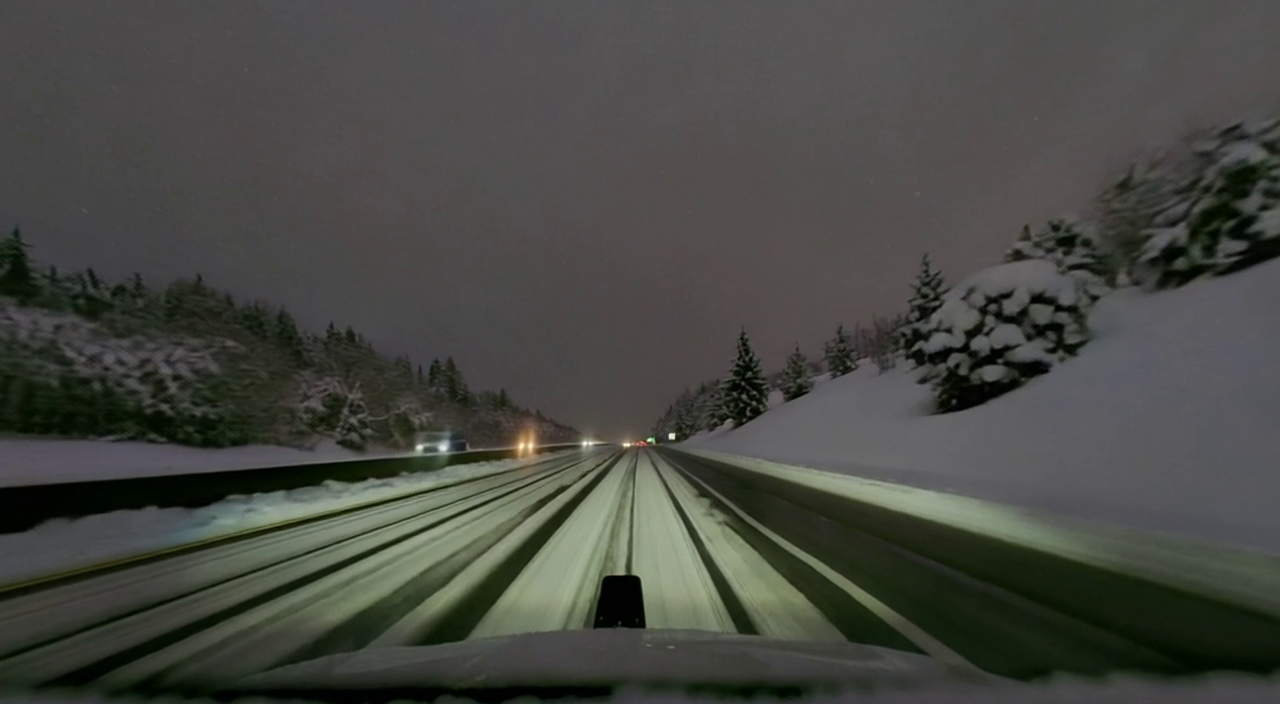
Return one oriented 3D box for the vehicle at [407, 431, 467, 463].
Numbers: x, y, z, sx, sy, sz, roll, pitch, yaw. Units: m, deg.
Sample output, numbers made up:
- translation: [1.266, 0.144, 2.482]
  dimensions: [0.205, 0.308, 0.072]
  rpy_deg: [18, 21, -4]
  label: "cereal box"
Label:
- translation: [-12.444, 5.869, 39.009]
  dimensions: [2.105, 1.870, 4.833]
  rpy_deg: [0, -8, 0]
  label: "vehicle"
